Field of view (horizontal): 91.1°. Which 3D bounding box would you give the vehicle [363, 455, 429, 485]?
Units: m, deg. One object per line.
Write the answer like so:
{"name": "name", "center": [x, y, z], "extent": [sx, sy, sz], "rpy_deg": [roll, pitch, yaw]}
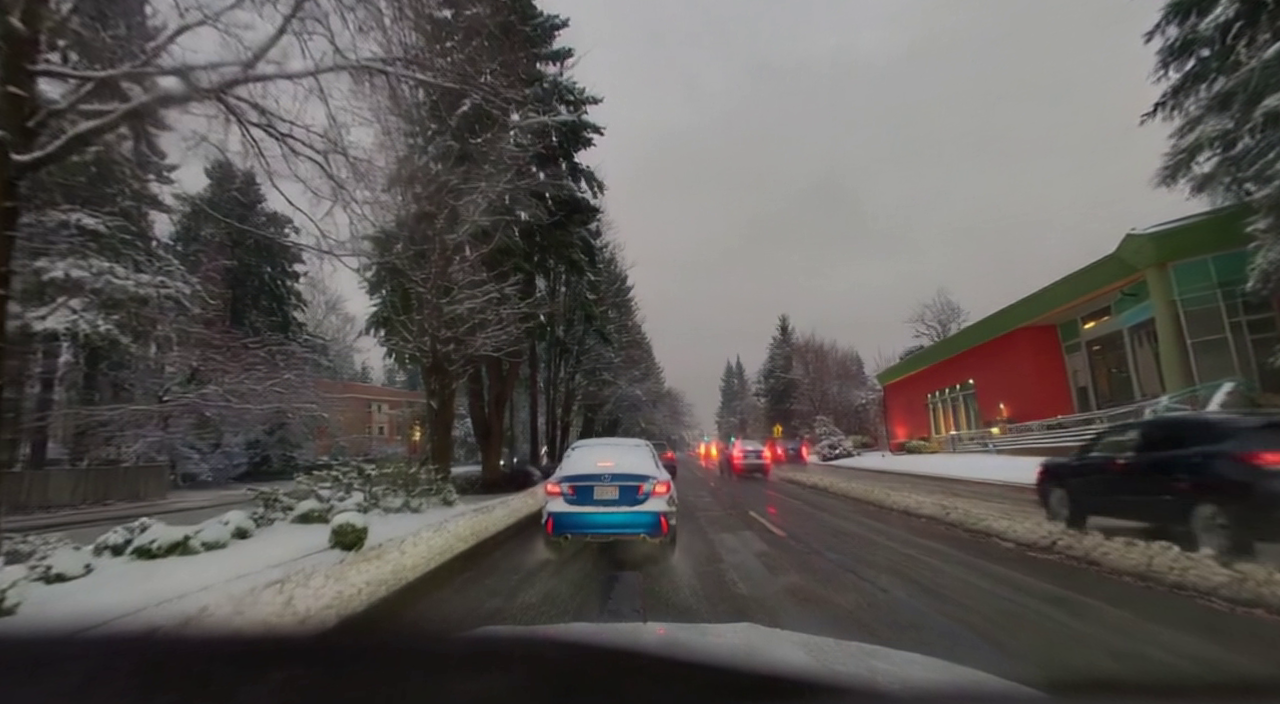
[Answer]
{"name": "vehicle", "center": [-13.538, 6.554, 35.165], "extent": [1.900, 1.508, 4.459], "rpy_deg": [0, -8, 0]}

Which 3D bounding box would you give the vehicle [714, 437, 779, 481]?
{"name": "vehicle", "center": [4.271, 4.367, 25.828], "extent": [1.971, 1.637, 4.317], "rpy_deg": [0, -8, 1]}

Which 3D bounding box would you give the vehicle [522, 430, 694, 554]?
{"name": "vehicle", "center": [-0.357, 2.023, 9.791], "extent": [2.111, 1.506, 4.018], "rpy_deg": [0, -8, 1]}

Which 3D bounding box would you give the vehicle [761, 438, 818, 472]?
{"name": "vehicle", "center": [8.108, 5.637, 34.520], "extent": [2.064, 1.747, 4.372], "rpy_deg": [0, -8, 1]}

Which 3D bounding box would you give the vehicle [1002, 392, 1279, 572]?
{"name": "vehicle", "center": [7.625, 1.664, 8.687], "extent": [2.165, 1.806, 5.243], "rpy_deg": [0, -8, 1]}
